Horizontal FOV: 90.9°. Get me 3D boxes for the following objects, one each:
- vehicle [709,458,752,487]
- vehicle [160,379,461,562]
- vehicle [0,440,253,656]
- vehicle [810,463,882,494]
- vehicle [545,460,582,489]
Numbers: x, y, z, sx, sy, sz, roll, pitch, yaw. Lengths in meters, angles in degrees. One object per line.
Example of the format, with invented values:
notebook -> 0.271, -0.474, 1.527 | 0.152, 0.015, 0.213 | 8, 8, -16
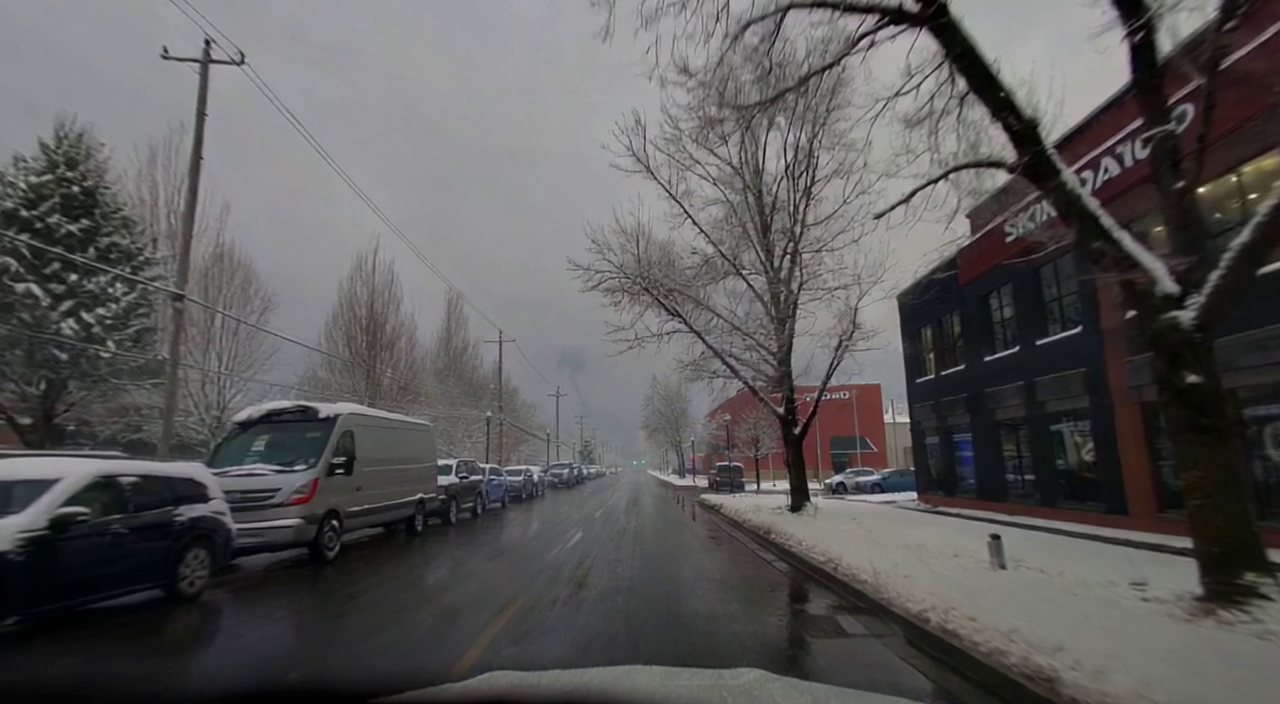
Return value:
vehicle -> 5.883, 7.957, 41.714 | 2.054, 1.779, 4.650 | 1, -11, -1
vehicle -> -5.622, 2.218, 12.057 | 2.526, 2.655, 5.480 | 0, -11, 2
vehicle -> -5.807, 1.639, 5.627 | 1.843, 1.624, 4.372 | 0, -11, 0
vehicle -> 10.447, 6.485, 32.388 | 1.926, 1.469, 4.654 | 1, -11, -3
vehicle -> -5.704, 9.175, 47.399 | 2.196, 2.001, 5.548 | 1, -11, -2
